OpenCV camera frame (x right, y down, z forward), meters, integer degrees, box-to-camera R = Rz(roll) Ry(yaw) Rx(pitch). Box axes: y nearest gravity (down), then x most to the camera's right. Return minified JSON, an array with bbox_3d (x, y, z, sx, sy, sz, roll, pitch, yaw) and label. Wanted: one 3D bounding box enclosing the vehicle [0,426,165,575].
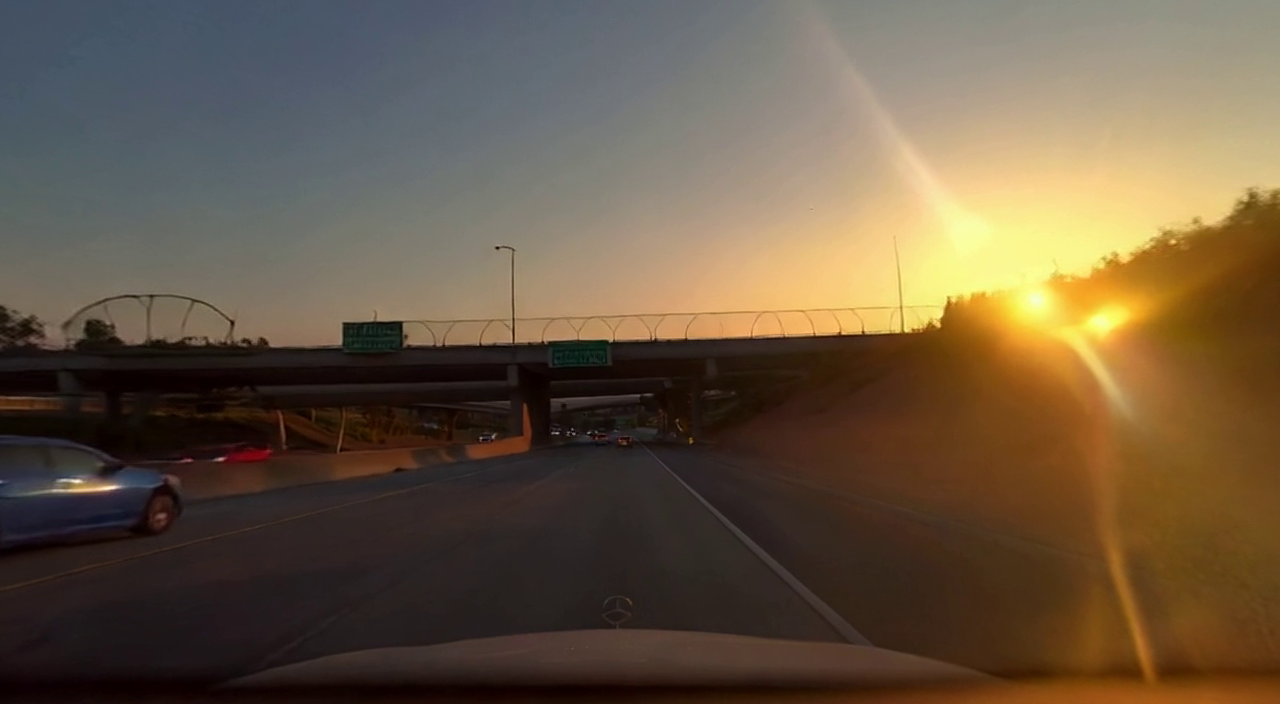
[{"bbox_3d":[-7.334,1.467,6.191,1.949,1.465,4.318,0,-8,-1],"label":"vehicle"}]
